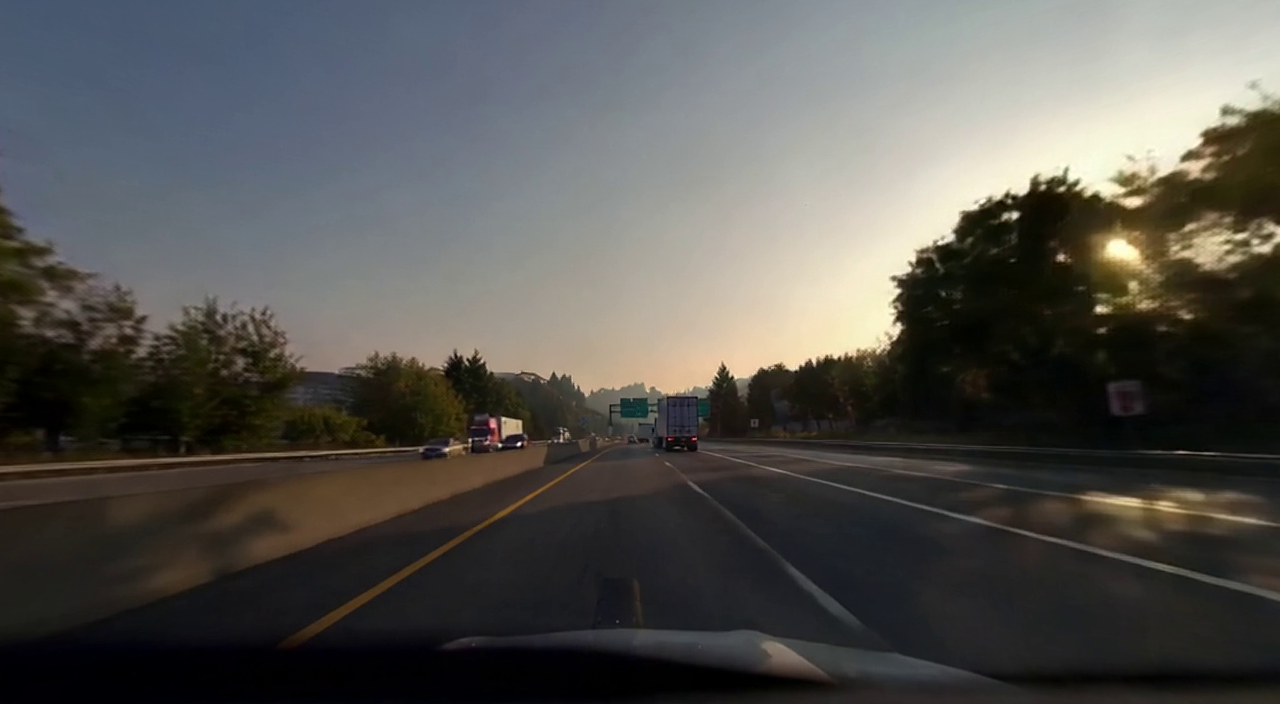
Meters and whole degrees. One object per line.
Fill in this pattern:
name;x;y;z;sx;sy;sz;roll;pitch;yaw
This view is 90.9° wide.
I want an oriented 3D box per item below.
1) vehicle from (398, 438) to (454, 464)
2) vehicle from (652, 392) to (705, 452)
vehicle;-12.688;5.861;37.674;1.853;1.464;4.057;0;-8;1
vehicle;2.660;5.555;48.650;2.954;3.995;13.335;0;-8;-1
